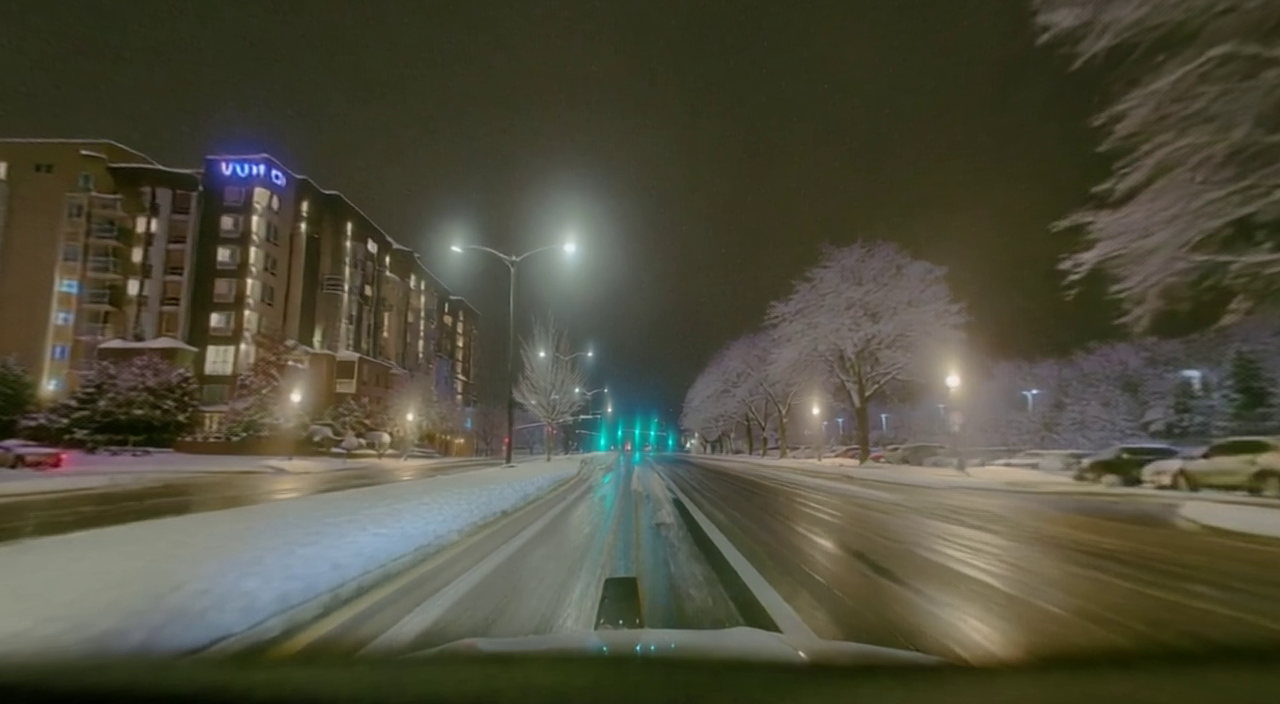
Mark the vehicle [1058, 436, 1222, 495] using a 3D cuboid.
[{"bbox_3d":[16.094,3.666,20.728,1.950,1.704,4.518,-1,-9,5],"label":"vehicle"}]

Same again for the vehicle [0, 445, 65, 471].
[{"bbox_3d":[-37.040,6.220,37.141,4.369,1.465,1.900,1,-9,-5],"label":"vehicle"}]

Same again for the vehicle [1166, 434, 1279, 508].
[{"bbox_3d":[15.659,2.819,15.050,2.006,1.683,4.643,0,-9,-4],"label":"vehicle"}]

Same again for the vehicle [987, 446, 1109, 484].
[{"bbox_3d":[17.124,4.695,26.566,4.112,1.474,2.112,3,-9,-20],"label":"vehicle"}]
